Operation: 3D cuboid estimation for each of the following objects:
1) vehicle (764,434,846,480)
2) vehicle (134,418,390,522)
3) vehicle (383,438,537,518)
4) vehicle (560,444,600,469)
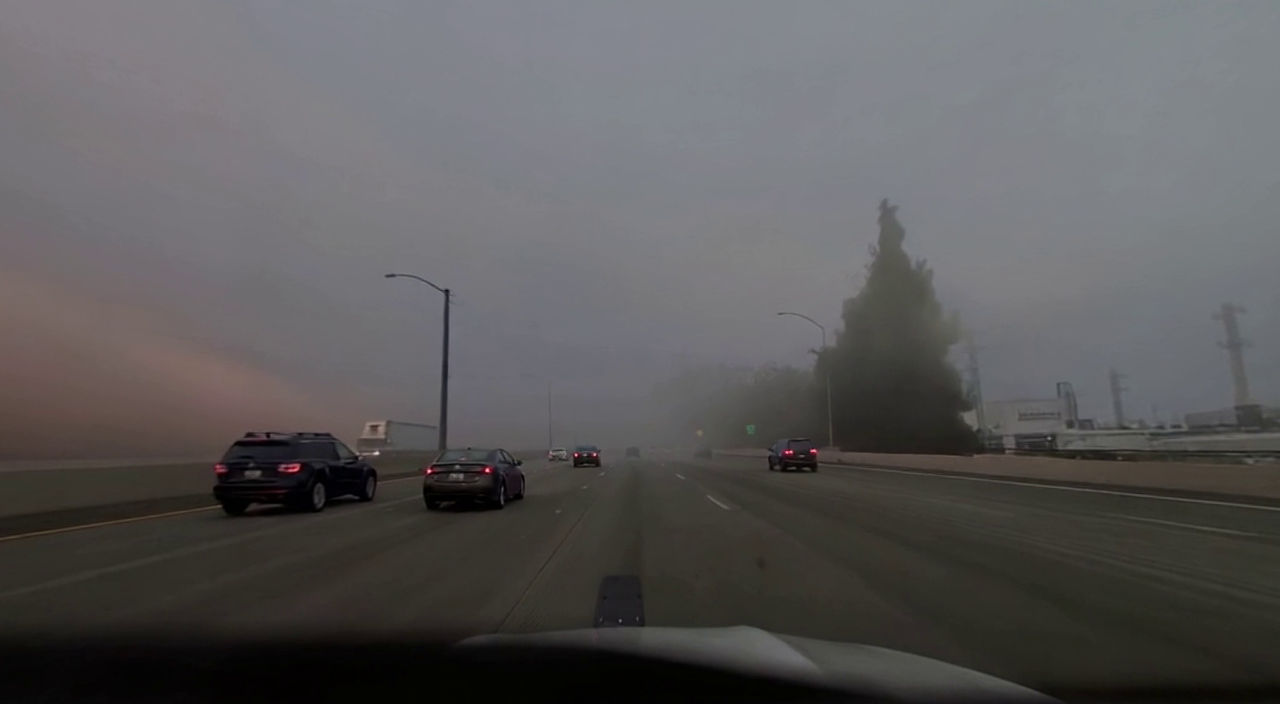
[{"bbox_3d":[6.915,4.442,27.041,2.147,1.769,4.666,0,-9,-1],"label":"vehicle"},{"bbox_3d":[-7.541,2.420,13.456,2.310,1.787,4.955,0,-9,1],"label":"vehicle"},{"bbox_3d":[-3.733,2.701,14.131,2.047,1.469,4.614,0,-9,0],"label":"vehicle"},{"bbox_3d":[-3.665,6.489,39.488,2.078,1.464,4.093,0,-9,0],"label":"vehicle"}]
